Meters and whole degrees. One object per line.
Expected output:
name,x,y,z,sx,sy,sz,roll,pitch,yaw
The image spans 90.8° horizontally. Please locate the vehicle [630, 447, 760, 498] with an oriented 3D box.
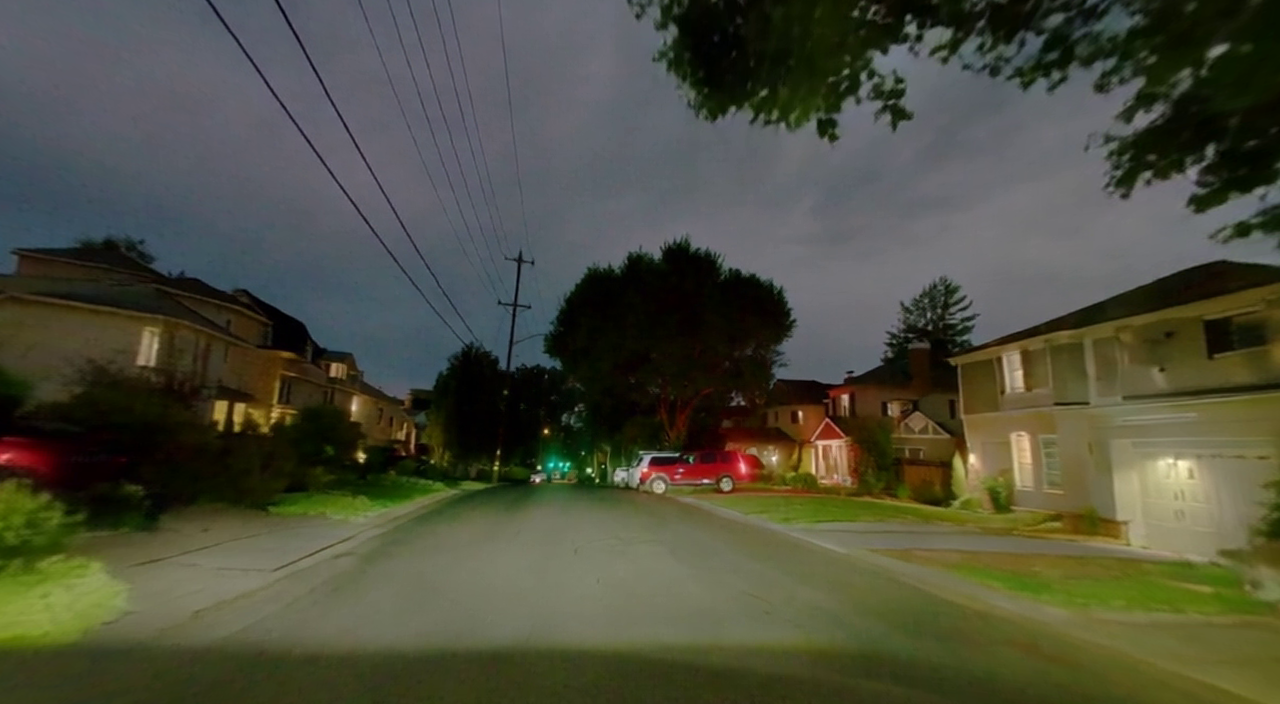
vehicle,1.951,4.375,23.252,4.413,1.728,1.869,1,-8,-10
